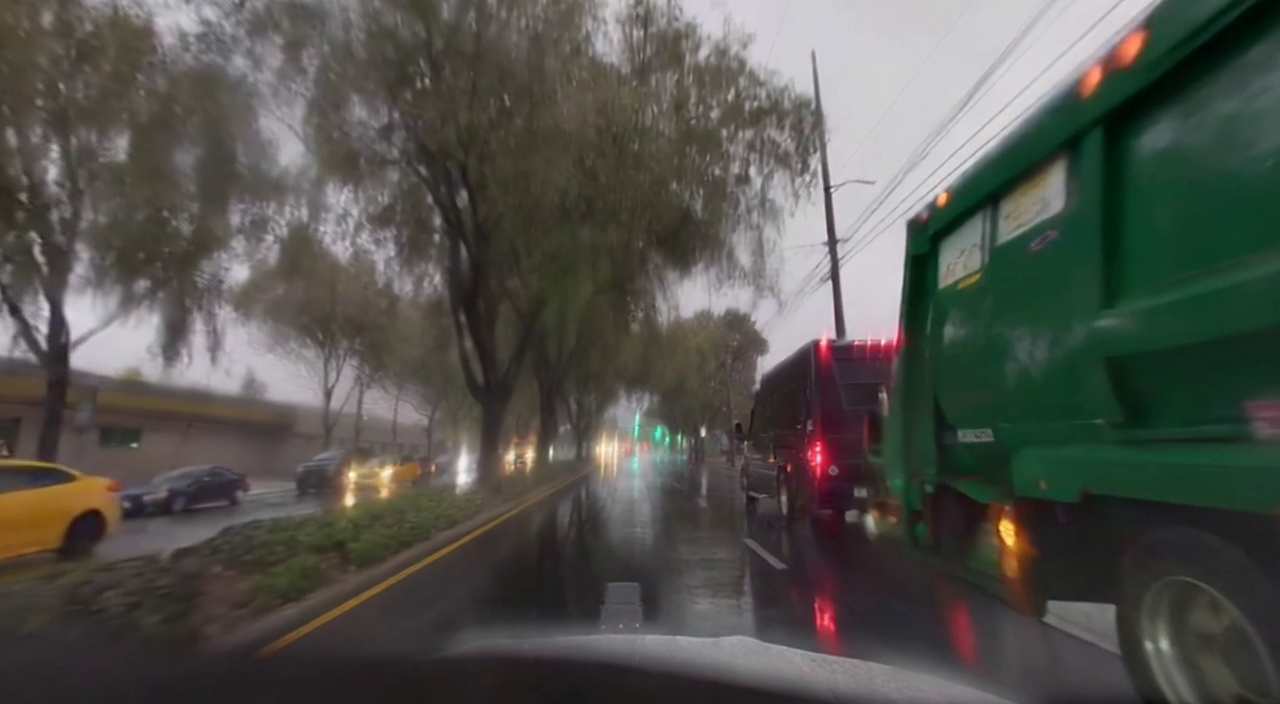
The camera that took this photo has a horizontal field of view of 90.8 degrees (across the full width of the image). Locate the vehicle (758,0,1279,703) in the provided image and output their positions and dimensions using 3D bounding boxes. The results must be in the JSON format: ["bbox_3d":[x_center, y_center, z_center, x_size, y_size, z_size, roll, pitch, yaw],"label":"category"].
[{"bbox_3d":[3.679,0.552,6.463,2.731,3.407,10.262,0,-9,-1],"label":"vehicle"}]

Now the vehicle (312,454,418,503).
[{"bbox_3d":[-9.708,4.453,22.715,1.953,1.539,4.326,0,-9,-2],"label":"vehicle"}]

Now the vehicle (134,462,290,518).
[{"bbox_3d":[-13.275,4.266,20.004,1.803,1.427,4.604,0,-9,-2],"label":"vehicle"}]

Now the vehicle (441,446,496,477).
[{"bbox_3d":[-10.288,6.595,38.230,2.089,1.754,4.573,0,-9,-1],"label":"vehicle"}]

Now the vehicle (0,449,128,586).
[{"bbox_3d":[-9.237,2.103,7.914,1.959,1.749,4.488,0,-9,-2],"label":"vehicle"}]
